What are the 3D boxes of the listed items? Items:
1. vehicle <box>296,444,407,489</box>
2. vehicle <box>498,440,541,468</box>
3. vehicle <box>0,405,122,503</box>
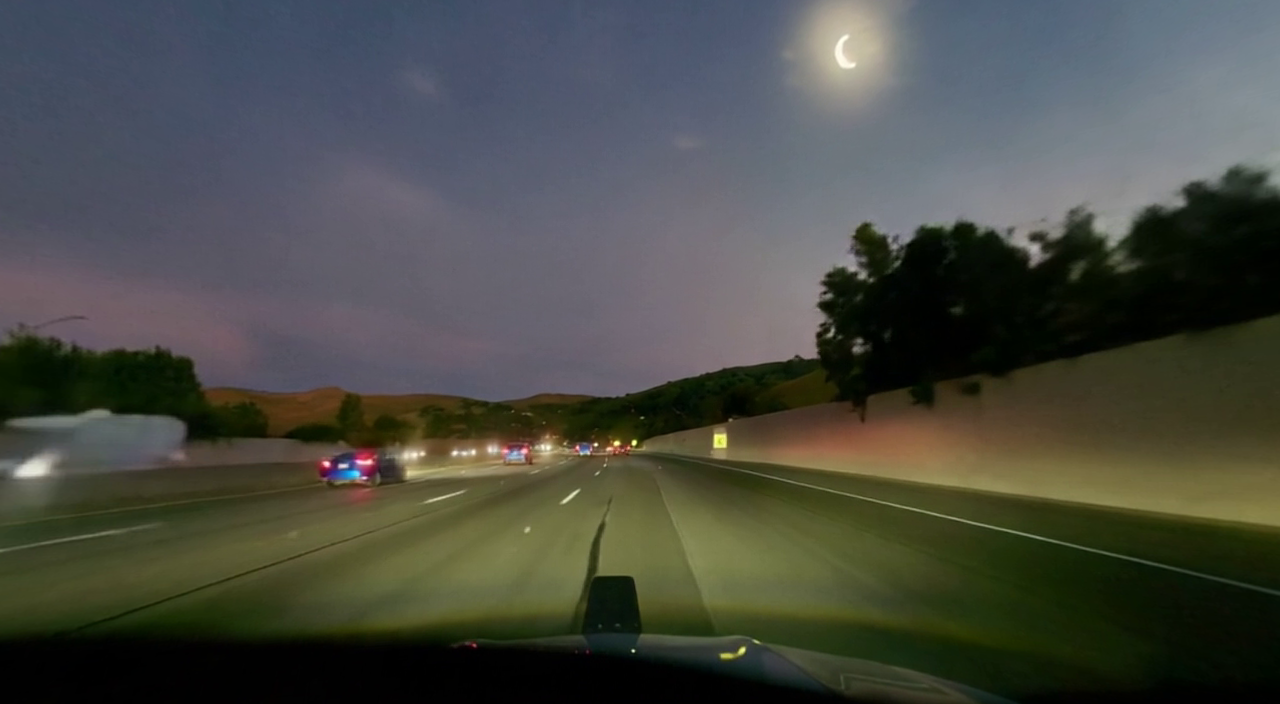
[{"bbox_3d":[-10.564,4.206,23.570,1.949,1.475,4.740,0,-9,-1],"label":"vehicle"},{"bbox_3d":[-7.990,6.829,42.383,2.074,1.768,4.805,0,-9,-1],"label":"vehicle"},{"bbox_3d":[-17.817,2.780,17.226,2.308,2.505,5.849,0,-9,0],"label":"vehicle"}]
